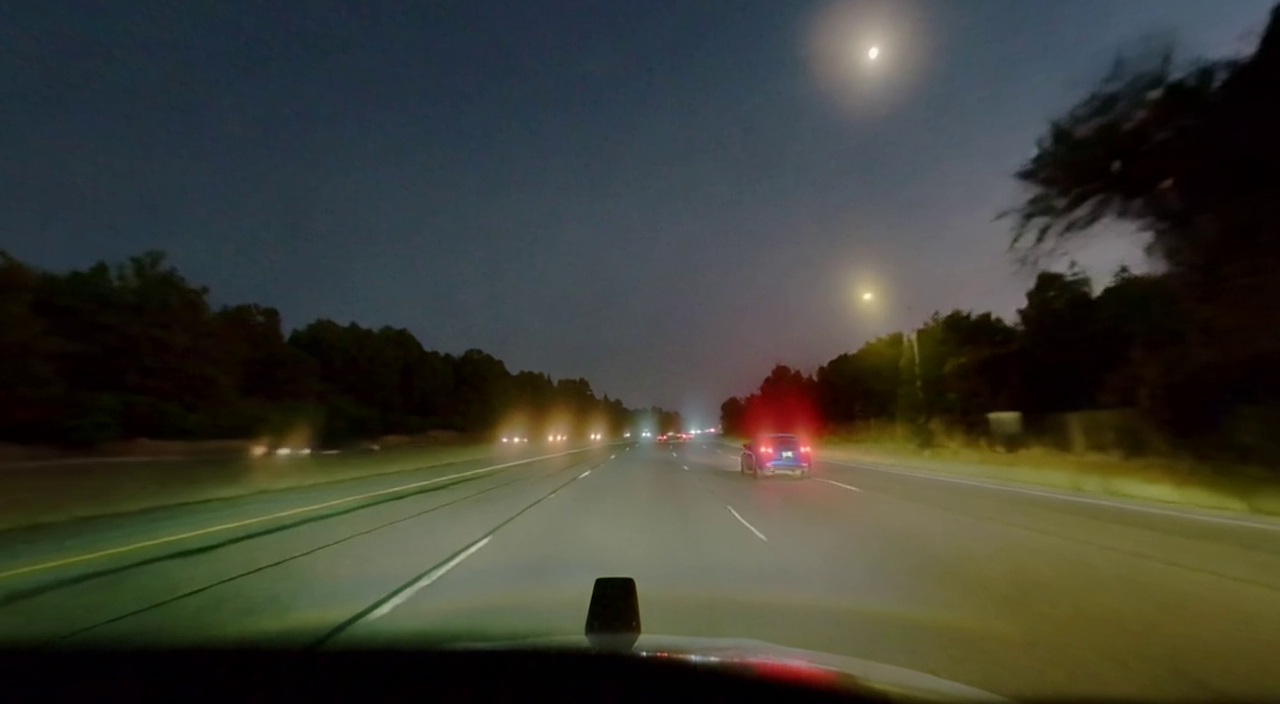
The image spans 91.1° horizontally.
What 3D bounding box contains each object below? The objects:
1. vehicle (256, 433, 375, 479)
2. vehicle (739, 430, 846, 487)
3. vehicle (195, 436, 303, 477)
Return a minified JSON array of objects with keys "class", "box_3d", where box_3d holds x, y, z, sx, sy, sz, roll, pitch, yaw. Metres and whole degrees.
[{"class":"vehicle","box_3d":[-12.213,3.912,24.077,2.044,1.555,4.799,0,-8,-1]},{"class":"vehicle","box_3d":[4.305,3.065,18.501,1.982,1.452,4.294,0,-8,-1]},{"class":"vehicle","box_3d":[-15.619,4.156,25.394,1.824,1.478,3.873,0,-8,1]}]
